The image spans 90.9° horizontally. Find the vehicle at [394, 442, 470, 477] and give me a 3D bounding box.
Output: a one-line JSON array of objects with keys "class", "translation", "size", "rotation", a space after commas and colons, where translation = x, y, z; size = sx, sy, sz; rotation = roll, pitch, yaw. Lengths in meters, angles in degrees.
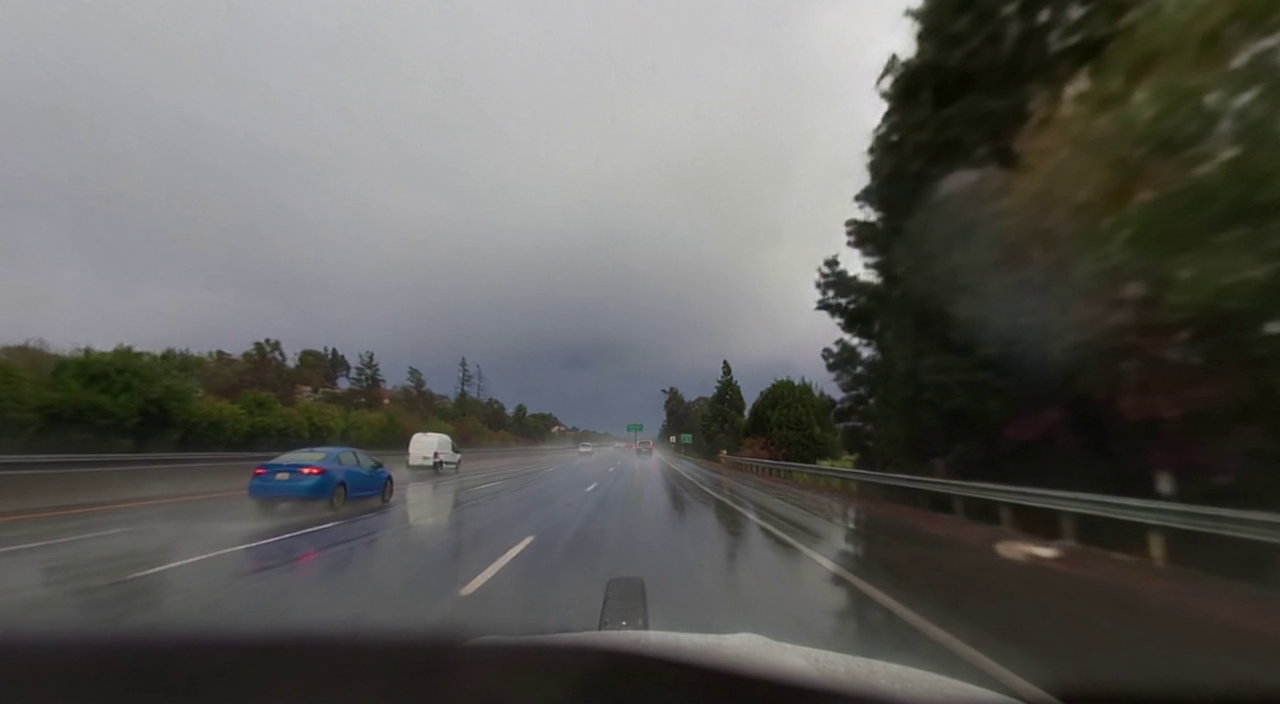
[{"class": "vehicle", "translation": [-10.969, 5.681, 33.692], "size": [2.249, 1.735, 5.018], "rotation": [0, -8, 1]}]

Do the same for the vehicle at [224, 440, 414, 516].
[{"class": "vehicle", "translation": [-7.236, 2.862, 14.938], "size": [1.981, 1.486, 4.735], "rotation": [0, -8, 1]}]
